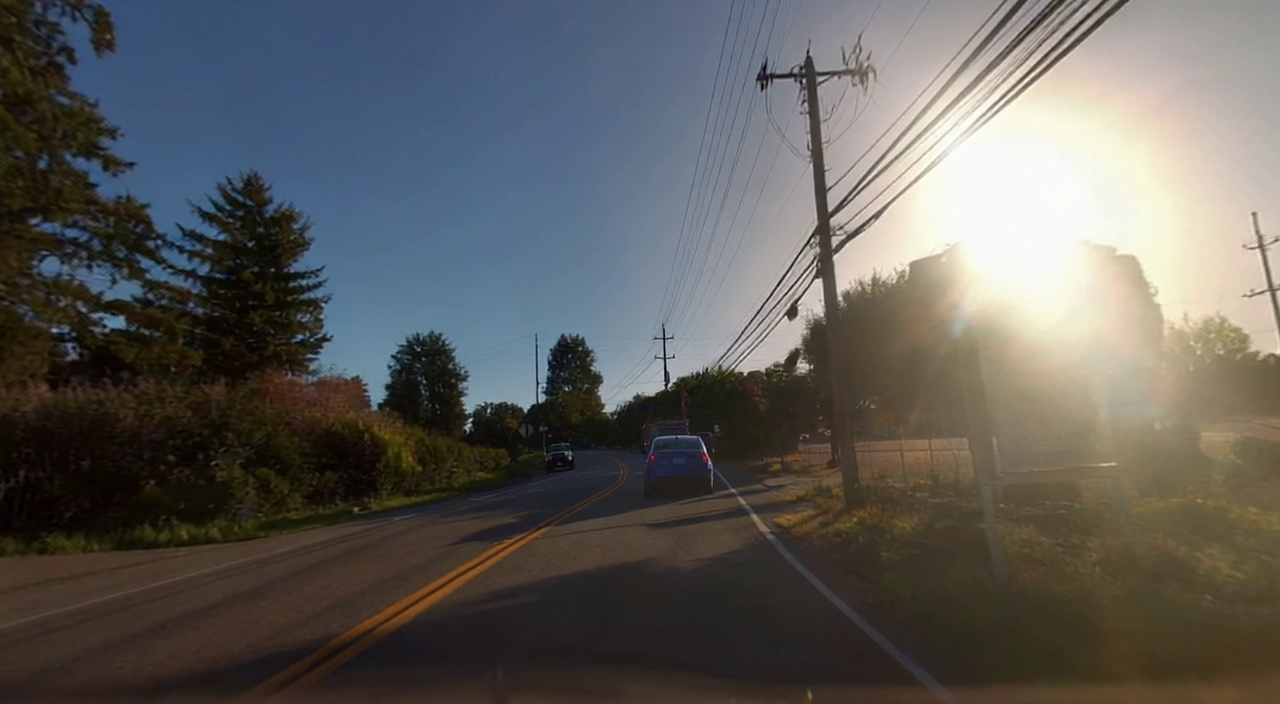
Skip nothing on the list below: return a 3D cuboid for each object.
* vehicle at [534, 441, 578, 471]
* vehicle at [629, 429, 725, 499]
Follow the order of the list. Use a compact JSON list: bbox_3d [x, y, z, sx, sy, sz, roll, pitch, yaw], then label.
[{"bbox_3d":[-6.173,7.493,45.581,2.668,1.981,5.575,2,-9,-12],"label":"vehicle"},{"bbox_3d":[0.875,2.719,15.620,2.081,1.503,3.726,0,-8,2],"label":"vehicle"}]
